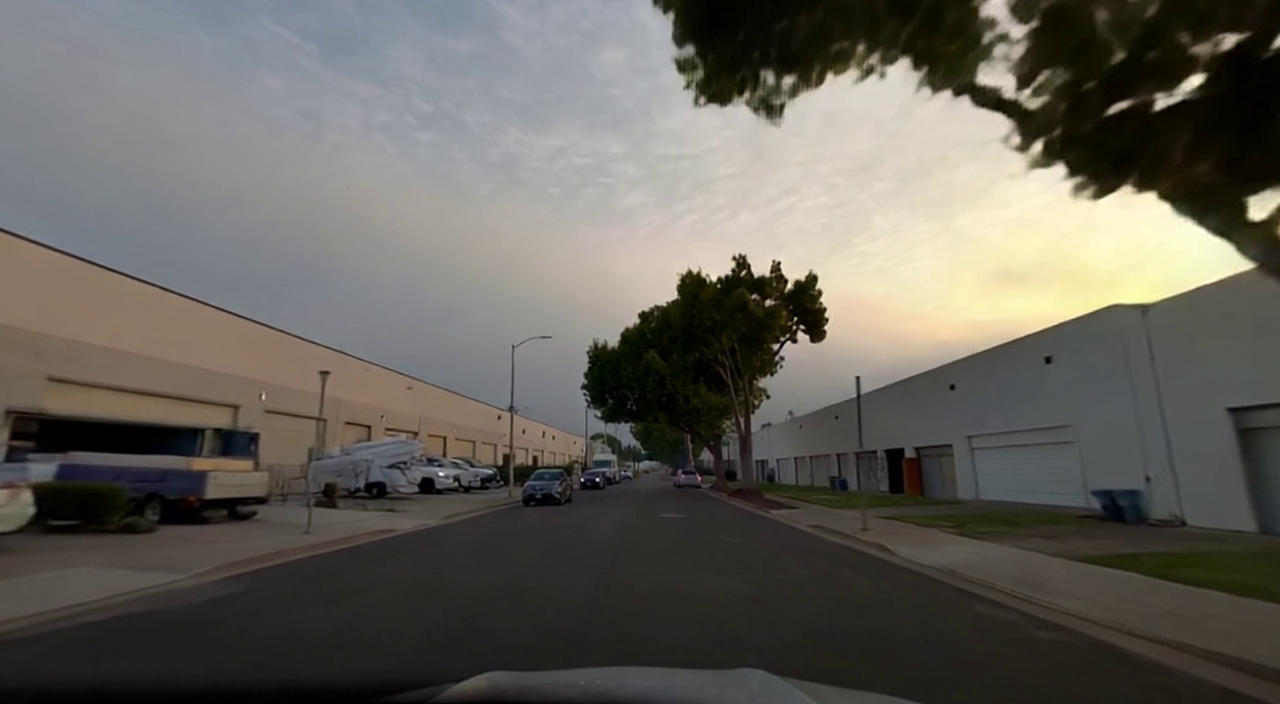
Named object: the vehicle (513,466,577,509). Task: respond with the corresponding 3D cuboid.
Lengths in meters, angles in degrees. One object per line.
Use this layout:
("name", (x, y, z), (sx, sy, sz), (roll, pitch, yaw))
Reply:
("vehicle", (-4.010, 5.782, 27.276), (1.927, 1.580, 4.556), (-1, -9, 2))

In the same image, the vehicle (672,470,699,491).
("vehicle", (3.468, 9.818, 48.218), (1.819, 1.446, 3.909), (1, -11, 1))

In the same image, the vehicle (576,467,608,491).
("vehicle", (-3.413, 9.173, 45.596), (1.835, 1.625, 3.674), (1, -11, 3))
